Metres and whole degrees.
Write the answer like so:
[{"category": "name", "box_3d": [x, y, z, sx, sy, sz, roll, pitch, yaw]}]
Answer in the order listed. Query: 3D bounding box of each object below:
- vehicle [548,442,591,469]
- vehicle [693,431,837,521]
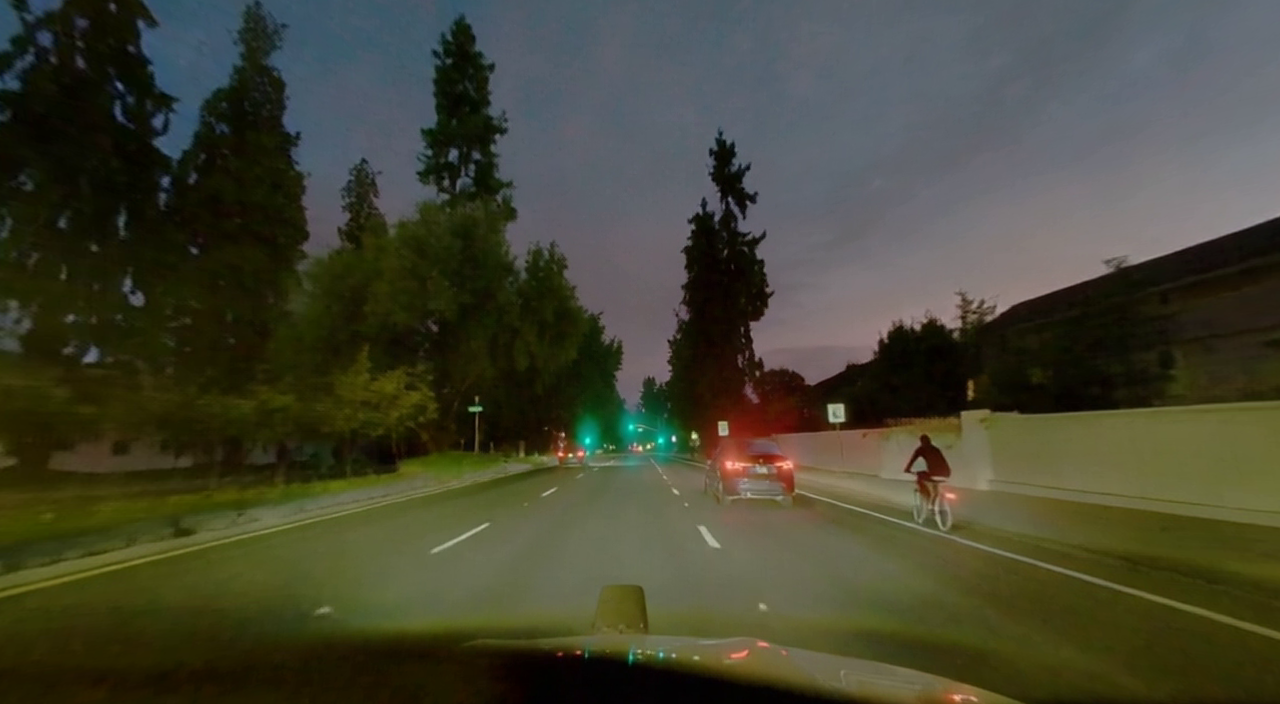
[{"category": "vehicle", "box_3d": [-4.075, 6.102, 37.283, 2.011, 1.480, 4.517, 0, -9, 0]}, {"category": "vehicle", "box_3d": [2.319, 2.456, 13.025, 1.992, 1.511, 4.464, 0, -9, -1]}]
